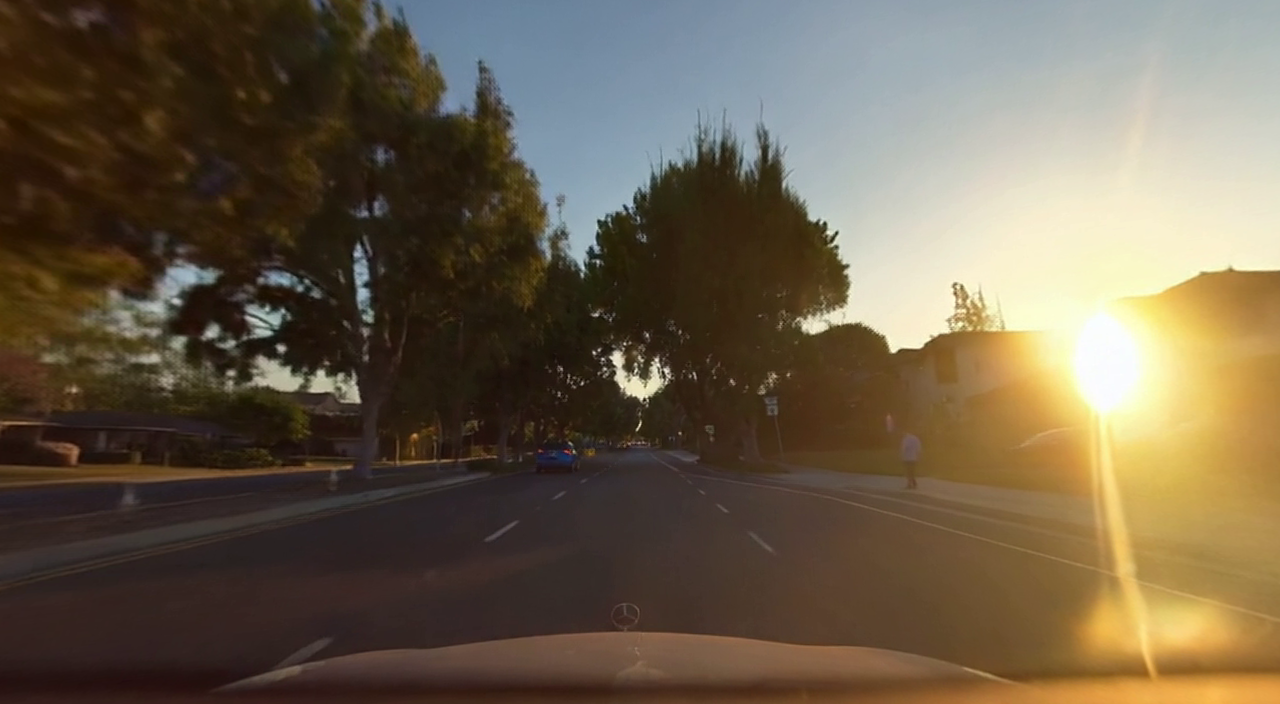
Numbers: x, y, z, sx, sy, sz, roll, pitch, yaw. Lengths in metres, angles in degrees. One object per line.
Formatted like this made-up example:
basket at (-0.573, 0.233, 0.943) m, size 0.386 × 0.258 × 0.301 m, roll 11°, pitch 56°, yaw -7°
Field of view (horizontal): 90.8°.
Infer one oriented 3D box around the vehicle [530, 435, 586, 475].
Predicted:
vehicle at (-3.742, 4.794, 29.641) m, size 1.993 × 1.733 × 4.262 m, roll 0°, pitch -8°, yaw 1°
